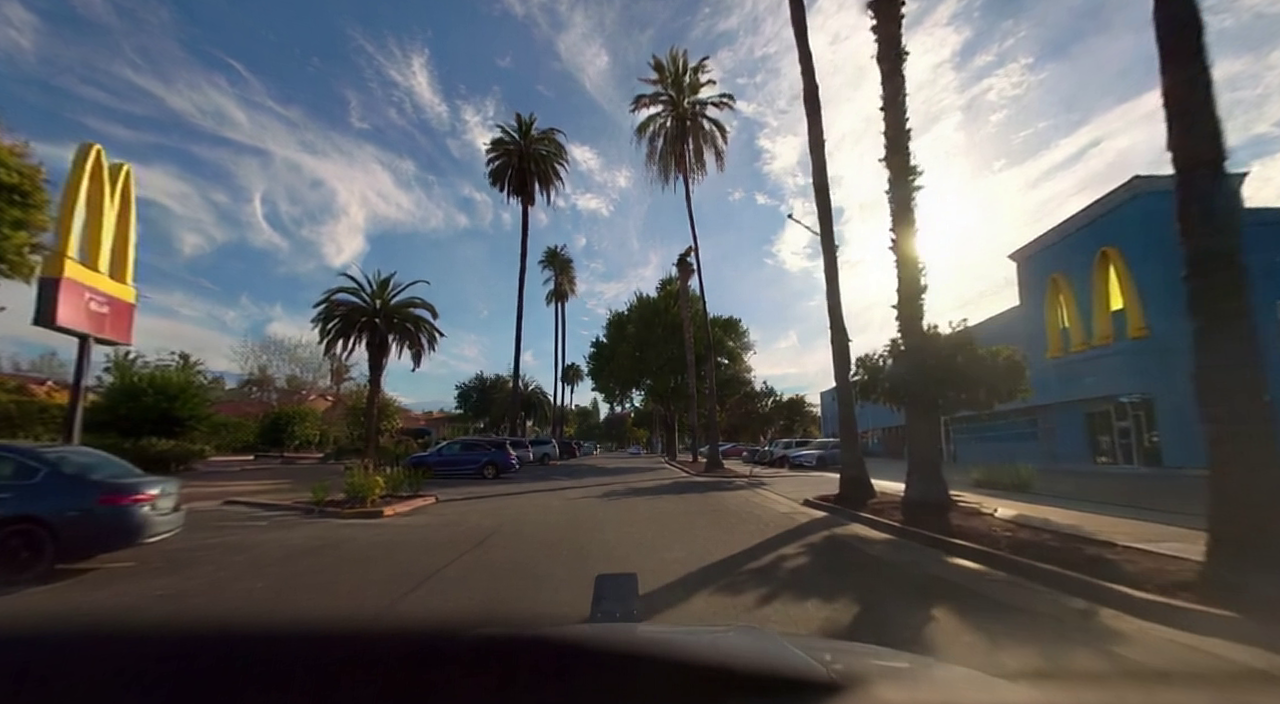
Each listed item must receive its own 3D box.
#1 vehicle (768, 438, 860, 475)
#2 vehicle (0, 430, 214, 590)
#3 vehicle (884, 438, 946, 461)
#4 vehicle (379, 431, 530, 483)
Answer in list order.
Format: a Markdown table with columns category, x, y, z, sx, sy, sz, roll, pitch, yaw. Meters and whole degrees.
| category | x | y | z | sx | sy | sz | roll | pitch | yaw |
| --- | --- | --- | --- | --- | --- | --- | --- | --- | --- |
| vehicle | 9.120 | 5.462 | 33.067 | 4.509 | 1.759 | 2.077 | 5 | -11 | -31 |
| vehicle | -7.496 | 1.593 | 6.572 | 4.838 | 1.521 | 2.105 | 5 | -11 | -30 |
| vehicle | 20.889 | 7.458 | 48.017 | 4.120 | 1.659 | 1.894 | -5 | -10 | 28 |
| vehicle | -7.228 | 4.107 | 24.806 | 5.210 | 1.834 | 2.281 | 5 | -11 | -30 |
